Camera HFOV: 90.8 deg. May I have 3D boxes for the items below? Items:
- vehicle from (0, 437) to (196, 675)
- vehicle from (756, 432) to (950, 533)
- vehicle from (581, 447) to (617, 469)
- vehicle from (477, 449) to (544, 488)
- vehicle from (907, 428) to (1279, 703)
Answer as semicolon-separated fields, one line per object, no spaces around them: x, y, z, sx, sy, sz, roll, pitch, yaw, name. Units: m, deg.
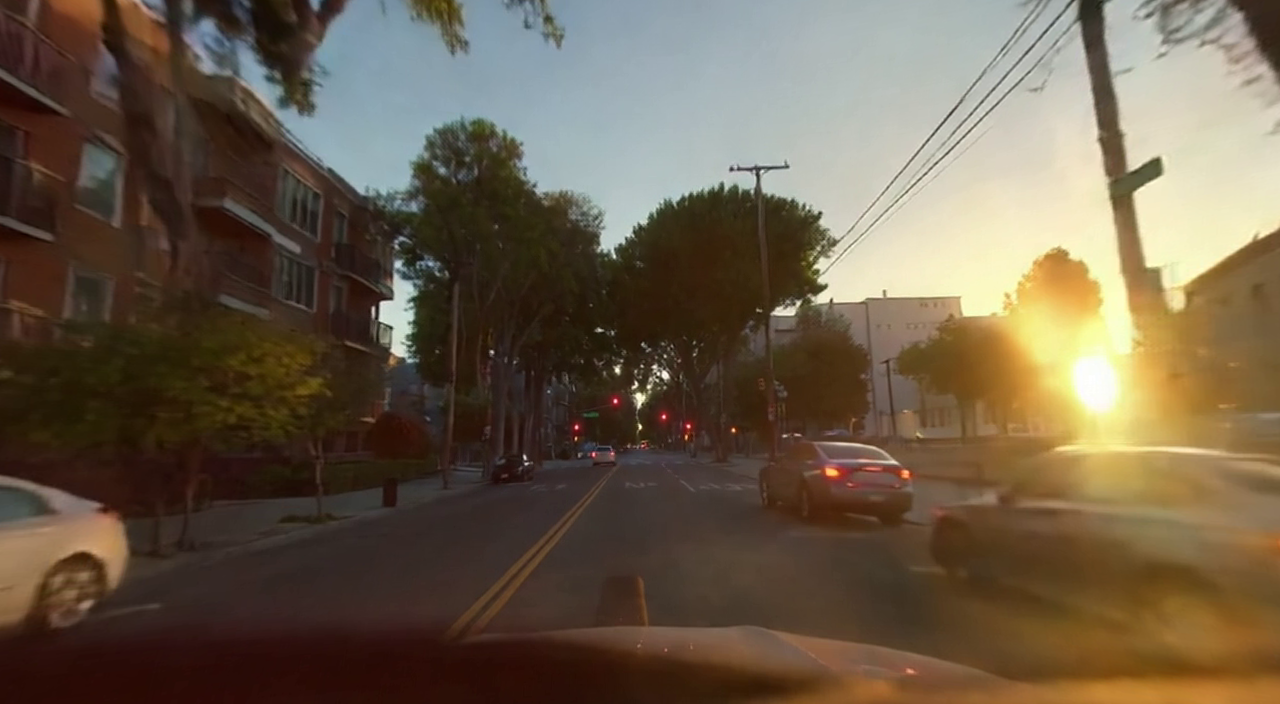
-5.929;1.509;4.525;2.142;1.775;4.428;0;-9;2;vehicle
4.015;2.537;13.004;2.082;1.662;4.753;0;-9;-4;vehicle
-2.716;7.141;42.774;2.029;1.438;4.313;0;-9;1;vehicle
-5.773;5.232;28.629;1.947;1.473;4.397;-4;-9;1;vehicle
4.086;1.344;4.625;2.298;1.458;4.483;0;-9;0;vehicle
